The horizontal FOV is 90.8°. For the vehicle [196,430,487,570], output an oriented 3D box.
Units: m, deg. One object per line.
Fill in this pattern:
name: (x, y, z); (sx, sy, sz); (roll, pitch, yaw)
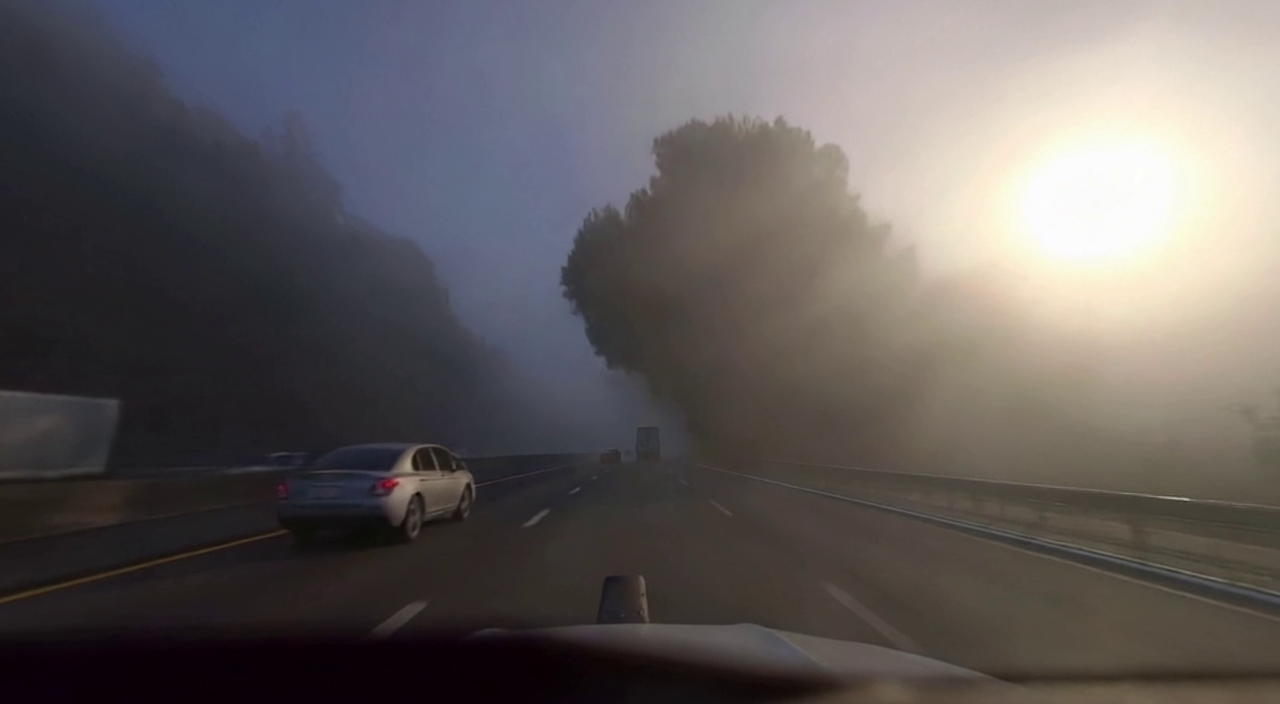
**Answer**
vehicle: (-3.870, 2.006, 9.334); (2.027, 1.519, 4.578); (0, -9, 0)

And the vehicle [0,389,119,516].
vehicle: (-16.275, 2.252, 14.135); (2.595, 2.932, 7.581); (0, -9, 1)
